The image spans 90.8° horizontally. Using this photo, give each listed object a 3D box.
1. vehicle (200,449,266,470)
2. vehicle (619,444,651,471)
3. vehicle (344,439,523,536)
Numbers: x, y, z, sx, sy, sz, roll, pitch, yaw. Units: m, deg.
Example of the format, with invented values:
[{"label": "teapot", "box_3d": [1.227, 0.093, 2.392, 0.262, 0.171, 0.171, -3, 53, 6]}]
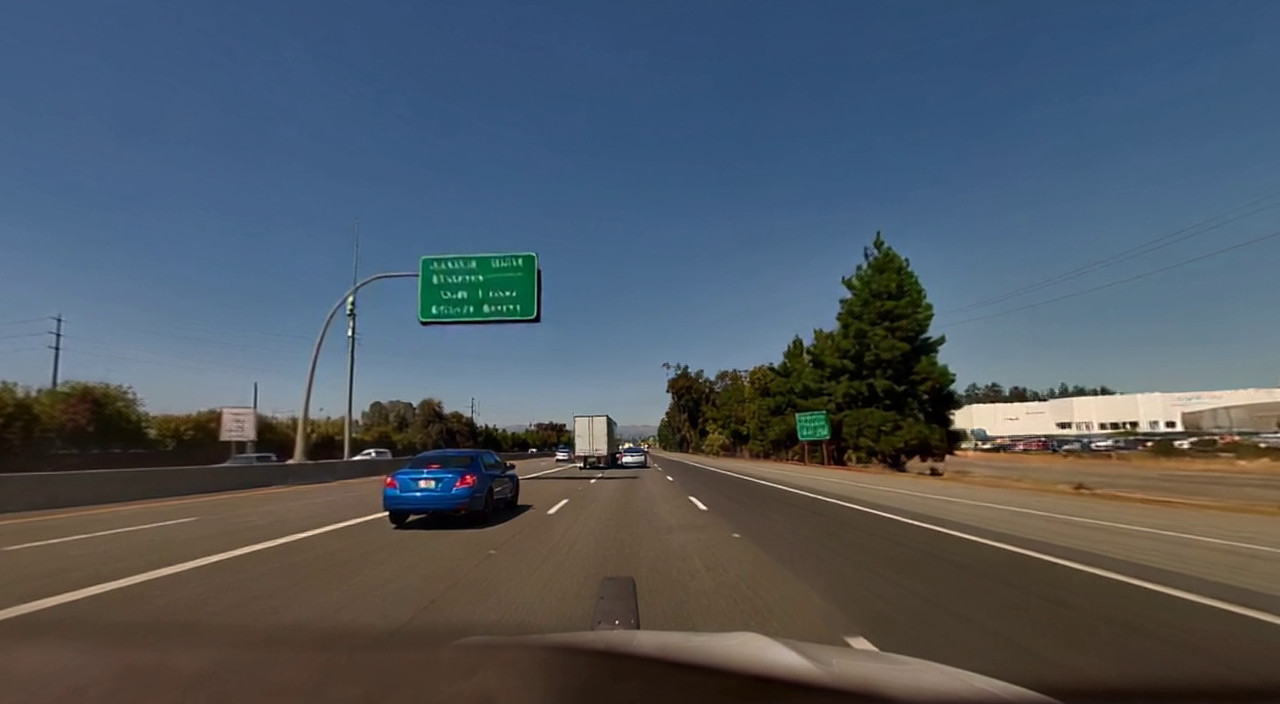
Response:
[{"label": "vehicle", "box_3d": [-30.920, 8.172, 48.165, 2.099, 1.527, 4.542, 0, -9, -1]}, {"label": "vehicle", "box_3d": [-0.363, 6.971, 41.791, 2.033, 1.669, 4.112, 0, -9, -1]}, {"label": "vehicle", "box_3d": [-3.657, 2.467, 12.169, 1.997, 1.507, 4.391, 0, -9, 0]}]
